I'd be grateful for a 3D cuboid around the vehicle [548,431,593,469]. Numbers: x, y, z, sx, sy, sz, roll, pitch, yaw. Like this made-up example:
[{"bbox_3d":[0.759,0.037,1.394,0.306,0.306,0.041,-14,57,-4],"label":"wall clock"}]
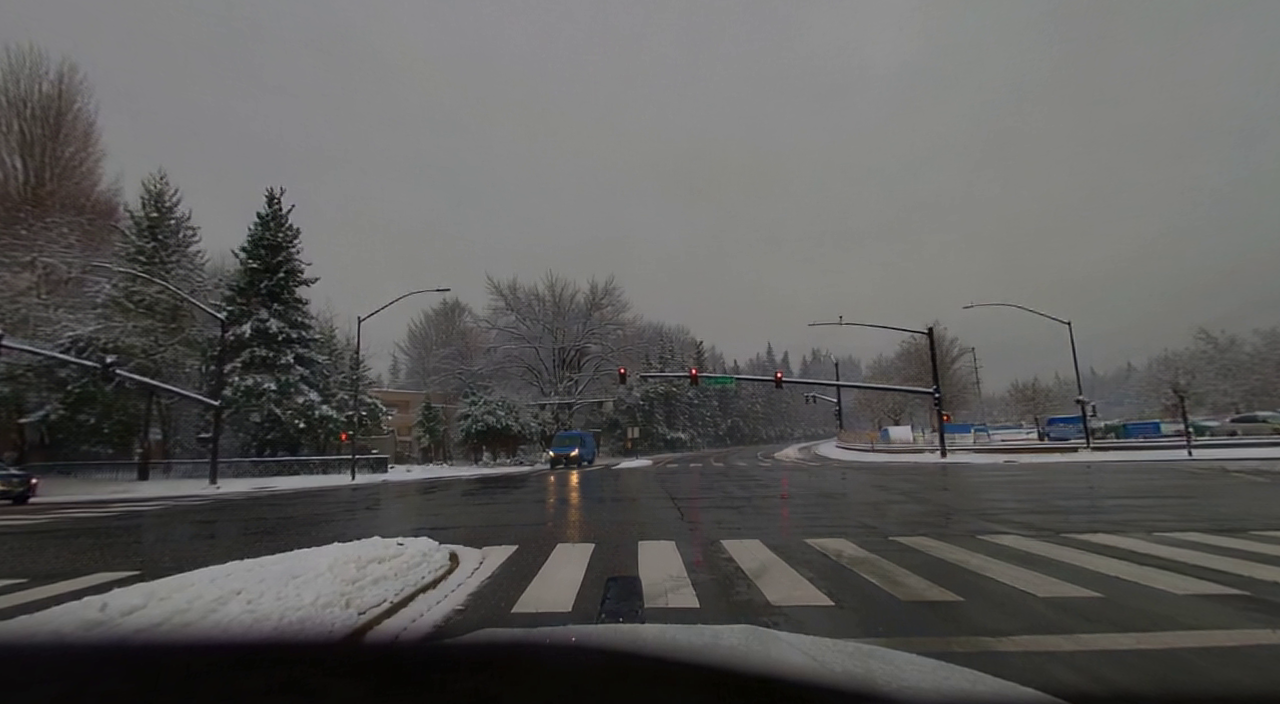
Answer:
[{"bbox_3d":[-4.601,6.613,42.856,2.465,2.404,5.791,0,-8,-1],"label":"vehicle"}]
